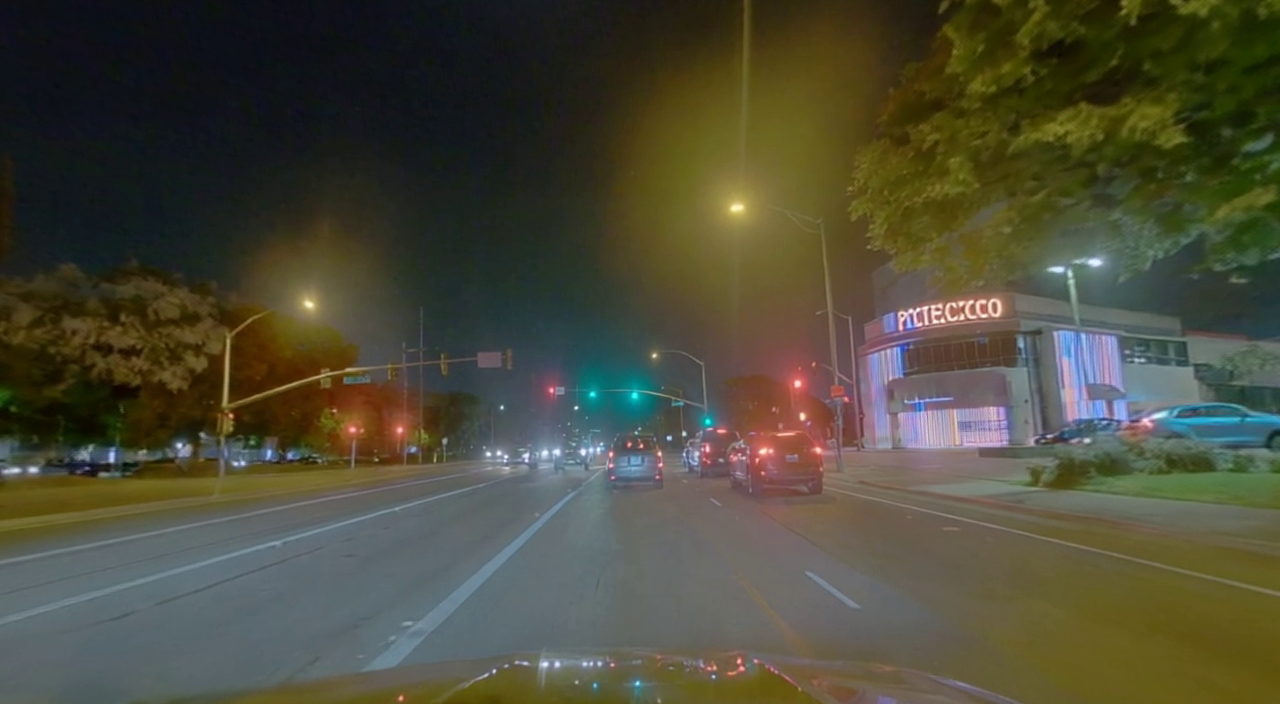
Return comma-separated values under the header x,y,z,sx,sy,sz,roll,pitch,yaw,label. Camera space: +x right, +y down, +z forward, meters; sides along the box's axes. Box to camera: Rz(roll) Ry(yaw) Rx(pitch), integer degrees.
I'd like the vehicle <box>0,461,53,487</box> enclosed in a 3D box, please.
x,y,z,sx,sy,sz,roll,pitch,yaw,label
-38.906,7.447,38.672,1.801,1.434,4.245,0,-8,0,vehicle

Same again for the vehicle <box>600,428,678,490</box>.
x,y,z,sx,sy,sz,roll,pitch,yaw,label
-0.118,3.269,19.553,2.146,1.685,4.003,0,-8,-2,vehicle

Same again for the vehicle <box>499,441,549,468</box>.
x,y,z,sx,sy,sz,roll,pitch,yaw,label
-6.635,5.917,36.625,1.954,1.473,4.350,0,-8,1,vehicle

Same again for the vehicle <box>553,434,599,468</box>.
x,y,z,sx,sy,sz,roll,pitch,yaw,label
-3.568,5.614,35.940,2.106,1.778,4.444,0,-8,0,vehicle

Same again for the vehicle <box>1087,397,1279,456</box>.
x,y,z,sx,sy,sz,roll,pitch,yaw,label
15.408,2.103,17.574,4.344,1.512,1.936,-1,-8,4,vehicle

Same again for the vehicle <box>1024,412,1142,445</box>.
x,y,z,sx,sy,sz,roll,pitch,yaw,label
23.872,4.155,34.176,4.854,1.712,2.017,0,-8,-1,vehicle

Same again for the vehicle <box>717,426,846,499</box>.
x,y,z,sx,sy,sz,roll,pitch,yaw,label
3.550,2.890,16.864,2.198,1.660,4.512,0,-8,-3,vehicle
